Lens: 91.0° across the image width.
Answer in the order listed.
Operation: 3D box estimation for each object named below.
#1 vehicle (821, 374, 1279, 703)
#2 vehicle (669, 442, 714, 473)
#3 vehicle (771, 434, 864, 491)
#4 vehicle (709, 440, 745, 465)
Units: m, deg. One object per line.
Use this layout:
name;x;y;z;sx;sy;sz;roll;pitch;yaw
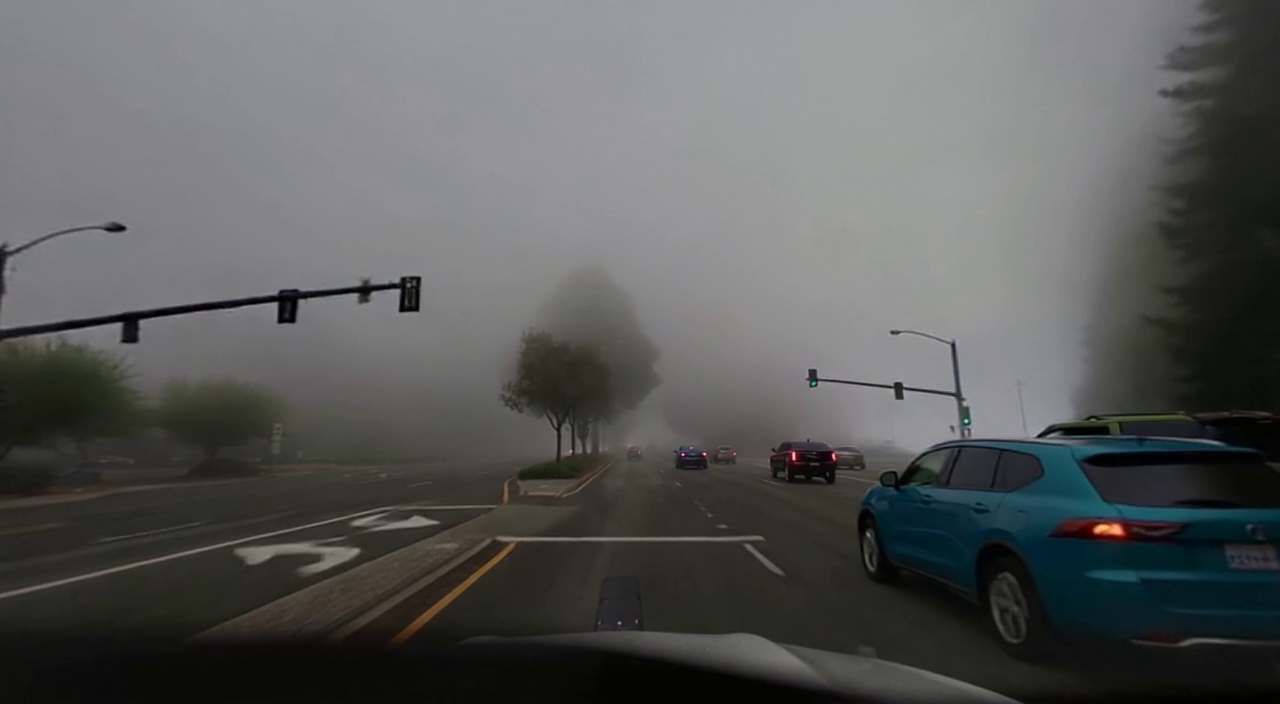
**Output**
vehicle;3.118;1.216;4.718;1.932;1.547;4.992;0;-8;-1
vehicle;2.691;5.588;33.567;1.980;1.484;4.093;0;-8;-1
vehicle;5.818;3.652;21.173;2.075;1.698;4.142;0;-8;3
vehicle;6.377;7.414;46.635;1.919;1.774;4.720;0;-8;-1
